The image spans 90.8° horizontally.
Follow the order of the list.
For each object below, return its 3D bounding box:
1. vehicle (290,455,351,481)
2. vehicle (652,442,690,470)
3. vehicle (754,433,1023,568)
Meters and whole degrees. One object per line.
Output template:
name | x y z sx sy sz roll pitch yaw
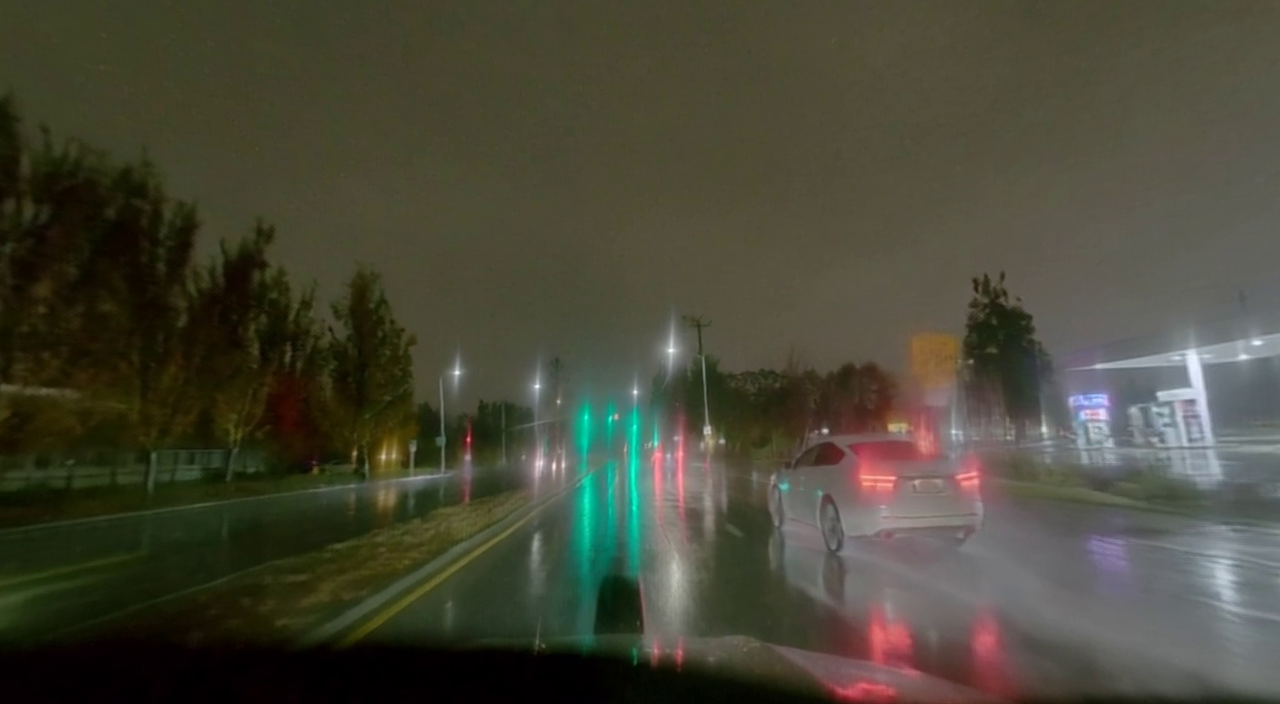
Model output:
vehicle | -24.607 8.941 48.907 2.082 1.829 5.094 0 -9 -1
vehicle | 2.063 7.157 43.684 2.115 1.840 4.777 0 -9 -3
vehicle | 3.198 1.995 9.305 2.061 1.475 4.296 0 -9 -2
